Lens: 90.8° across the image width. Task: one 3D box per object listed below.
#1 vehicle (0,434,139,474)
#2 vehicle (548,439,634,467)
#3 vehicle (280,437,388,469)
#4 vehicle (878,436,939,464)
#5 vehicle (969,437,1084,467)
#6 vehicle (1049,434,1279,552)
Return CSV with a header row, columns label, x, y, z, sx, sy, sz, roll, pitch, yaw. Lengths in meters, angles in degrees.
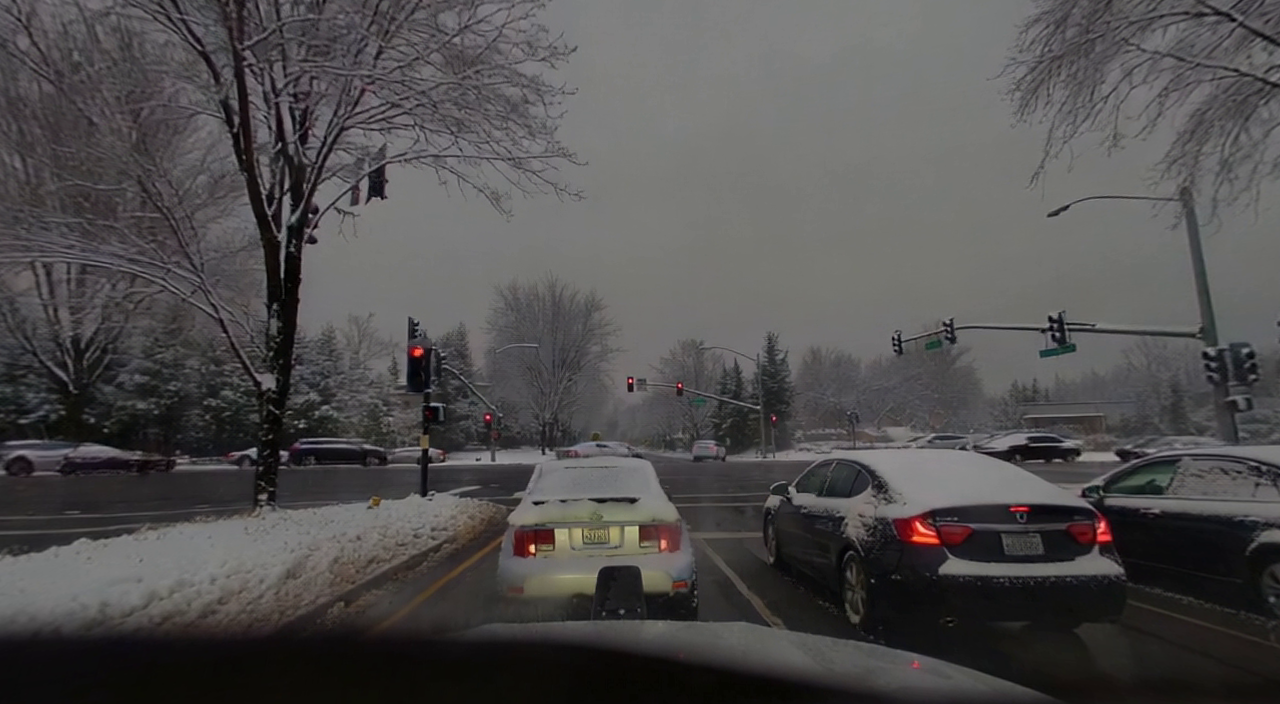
label,x,y,z,sx,sy,sz,roll,pitch,yaw
vehicle,-22.460,3.885,24.164,4.671,1.465,1.934,3,-9,-17
vehicle,-2.727,5.758,36.300,1.935,1.476,4.849,-8,-12,44
vehicle,-14.996,4.941,31.035,4.580,1.472,1.891,5,-10,-30
vehicle,16.161,5.873,37.888,2.001,1.561,4.481,-7,-11,40
vehicle,19.578,5.071,32.186,4.516,1.468,1.962,-1,-9,9
vehicle,9.282,2.198,10.381,1.993,1.505,4.721,3,-9,0
